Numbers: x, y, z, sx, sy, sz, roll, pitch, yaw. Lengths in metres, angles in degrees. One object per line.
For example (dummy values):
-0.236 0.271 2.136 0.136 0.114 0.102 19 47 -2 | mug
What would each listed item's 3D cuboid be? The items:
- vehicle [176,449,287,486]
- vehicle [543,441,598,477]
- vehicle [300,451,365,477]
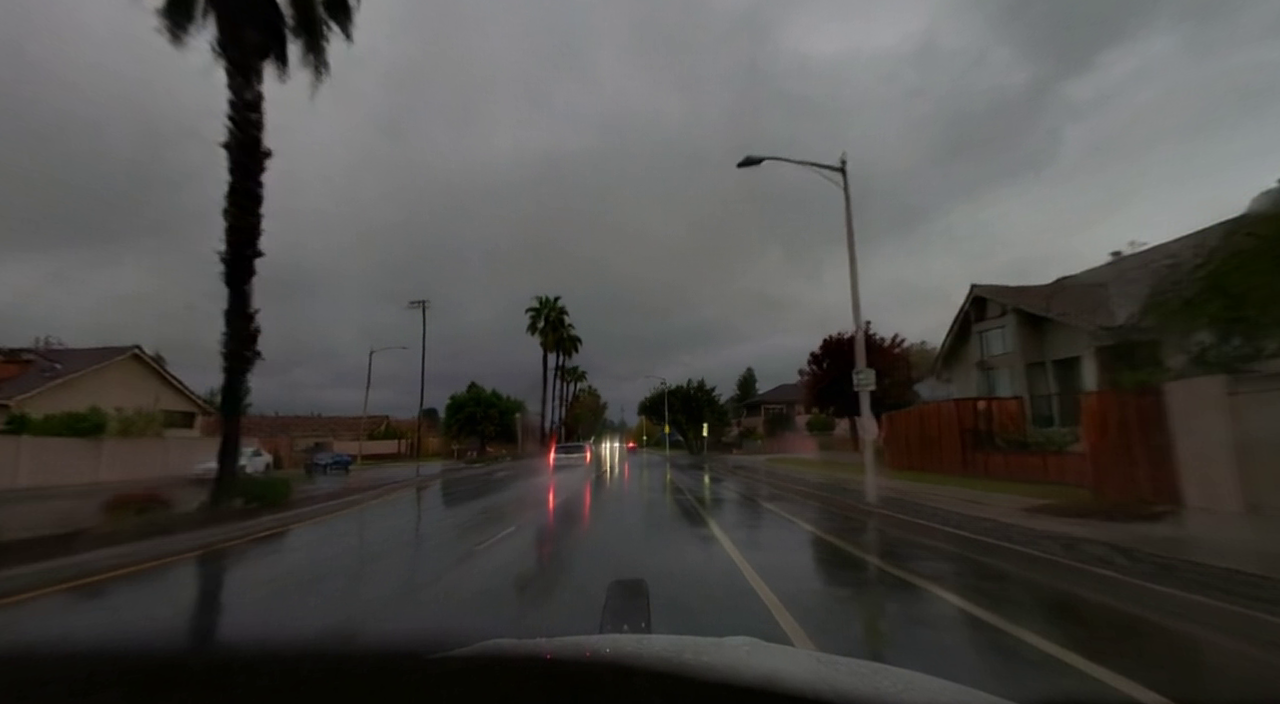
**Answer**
-18.991 5.421 29.620 2.026 1.563 4.618 0 -10 2 | vehicle
-3.125 4.923 29.283 2.075 1.498 4.730 0 -9 0 | vehicle
-19.028 6.934 39.213 1.980 1.423 4.465 0 -9 -3 | vehicle
